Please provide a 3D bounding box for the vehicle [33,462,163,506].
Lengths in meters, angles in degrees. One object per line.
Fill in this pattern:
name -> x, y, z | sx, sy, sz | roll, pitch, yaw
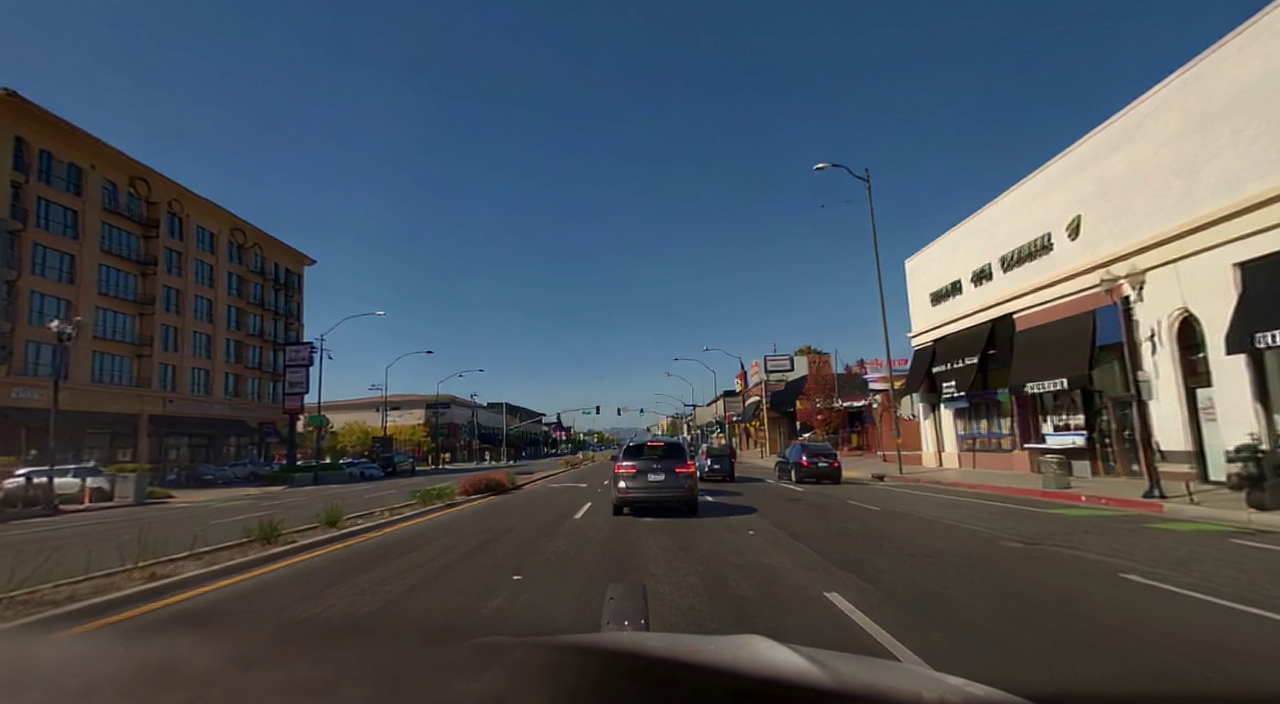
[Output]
vehicle -> -25.876, 6.271, 30.384 | 2.026, 1.808, 4.835 | 0, -9, -2

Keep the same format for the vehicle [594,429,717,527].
vehicle -> 0.258, 2.464, 12.906 | 2.125, 1.669, 3.880 | 0, -8, 0

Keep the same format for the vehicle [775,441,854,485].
vehicle -> 6.967, 4.441, 25.650 | 2.086, 1.627, 4.294 | 0, -8, 2

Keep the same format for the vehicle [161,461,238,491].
vehicle -> -27.884, 7.848, 40.091 | 1.861, 1.578, 4.152 | 0, -8, 1
